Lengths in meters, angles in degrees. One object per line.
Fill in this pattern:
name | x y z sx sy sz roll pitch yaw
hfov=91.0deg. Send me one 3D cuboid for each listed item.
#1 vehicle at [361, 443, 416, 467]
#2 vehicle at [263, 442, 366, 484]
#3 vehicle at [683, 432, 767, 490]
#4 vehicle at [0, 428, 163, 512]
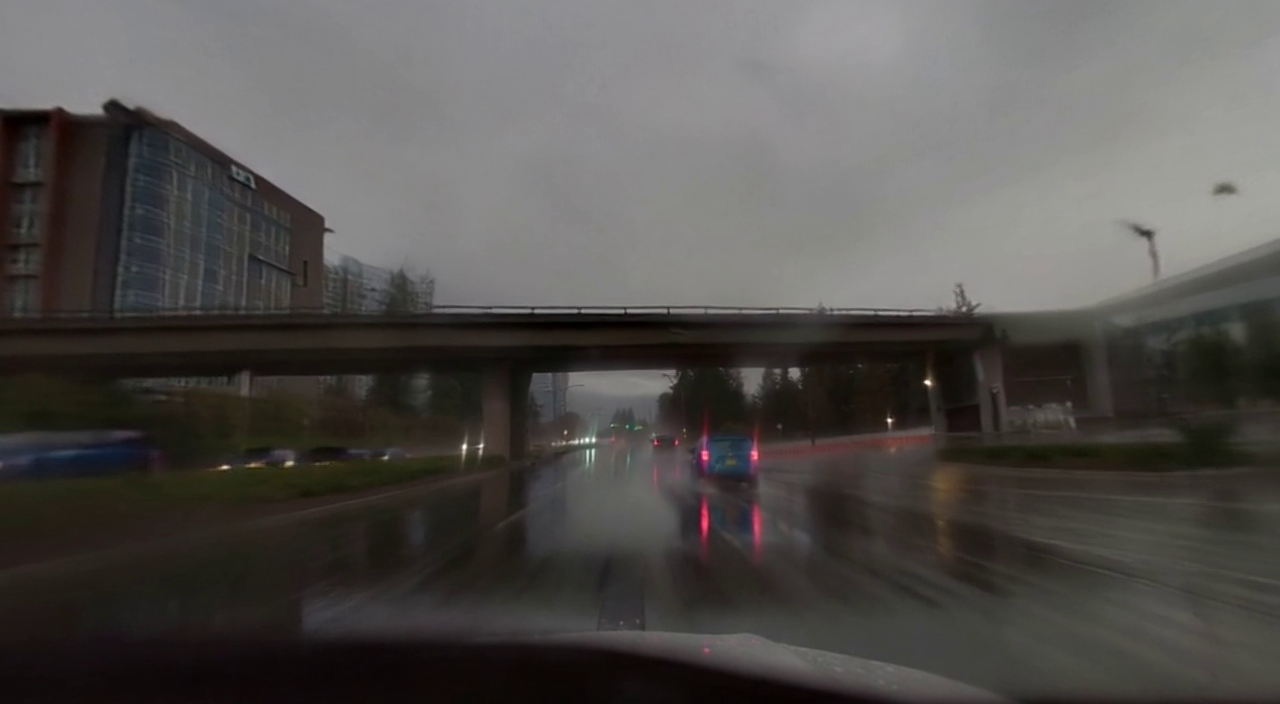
vehicle | -16.620 6.831 41.833 1.883 1.506 4.535 0 -9 -1
vehicle | -12.970 4.431 25.459 1.844 1.514 4.386 0 -9 0
vehicle | 2.689 3.610 21.130 2.110 1.712 4.489 0 -9 -1
vehicle | -16.194 3.085 16.885 2.243 1.952 5.838 0 -9 -1
